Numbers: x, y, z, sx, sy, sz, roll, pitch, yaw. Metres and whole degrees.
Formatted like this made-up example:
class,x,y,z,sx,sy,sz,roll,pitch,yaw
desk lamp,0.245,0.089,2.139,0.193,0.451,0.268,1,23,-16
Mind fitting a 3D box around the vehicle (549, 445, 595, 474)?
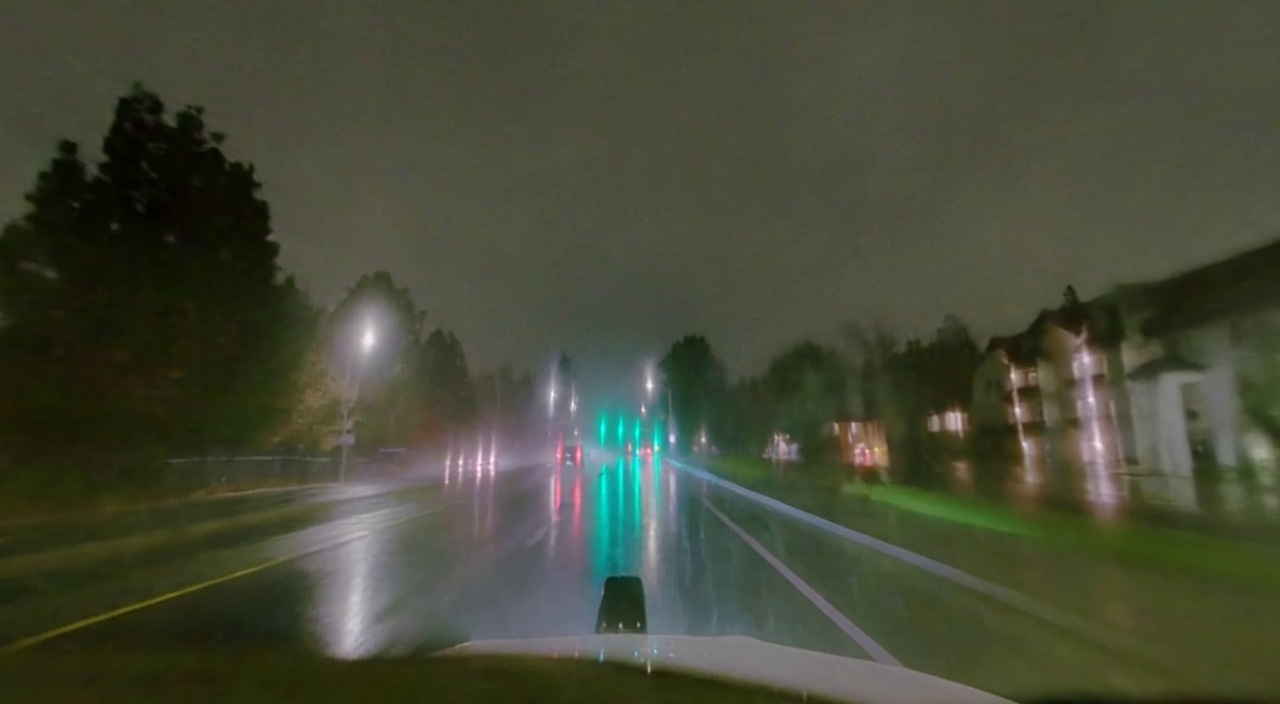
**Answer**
class,x,y,z,sx,sy,sz,roll,pitch,yaw
vehicle,-3.567,5.685,33.711,1.992,1.447,4.044,0,-8,0
